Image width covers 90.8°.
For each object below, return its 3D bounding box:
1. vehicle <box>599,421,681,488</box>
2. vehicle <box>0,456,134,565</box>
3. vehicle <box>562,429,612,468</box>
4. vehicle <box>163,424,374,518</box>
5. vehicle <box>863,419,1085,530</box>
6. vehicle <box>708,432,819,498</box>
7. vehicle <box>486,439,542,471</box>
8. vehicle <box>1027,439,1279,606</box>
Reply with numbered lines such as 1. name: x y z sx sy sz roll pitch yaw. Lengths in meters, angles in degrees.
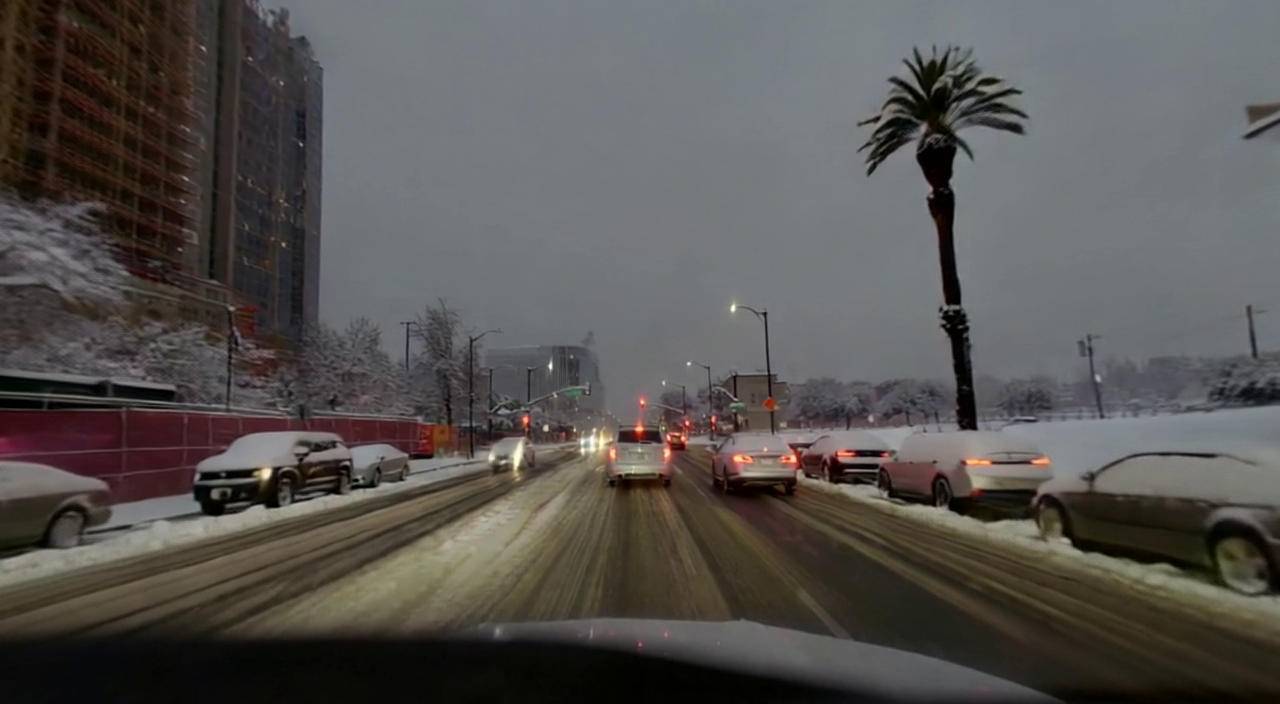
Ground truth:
1. vehicle: -0.011 3.142 19.605 2.264 1.798 4.258 0 -8 0
2. vehicle: -9.892 2.247 8.792 1.804 1.478 4.734 0 -8 -1
3. vehicle: -2.669 4.982 32.737 2.180 1.879 4.452 0 -8 0
4. vehicle: -10.027 3.324 17.885 2.294 1.948 6.025 -6 -10 0
5. vehicle: 6.325 2.351 12.732 1.886 1.792 4.525 0 -8 -1
6. vehicle: 3.054 2.881 16.530 1.999 1.487 3.939 0 -8 -1
7. vehicle: -6.390 5.262 32.538 2.020 1.486 4.363 0 -8 0
8. vehicle: 6.445 1.662 6.737 1.819 1.435 4.337 0 -8 -1
